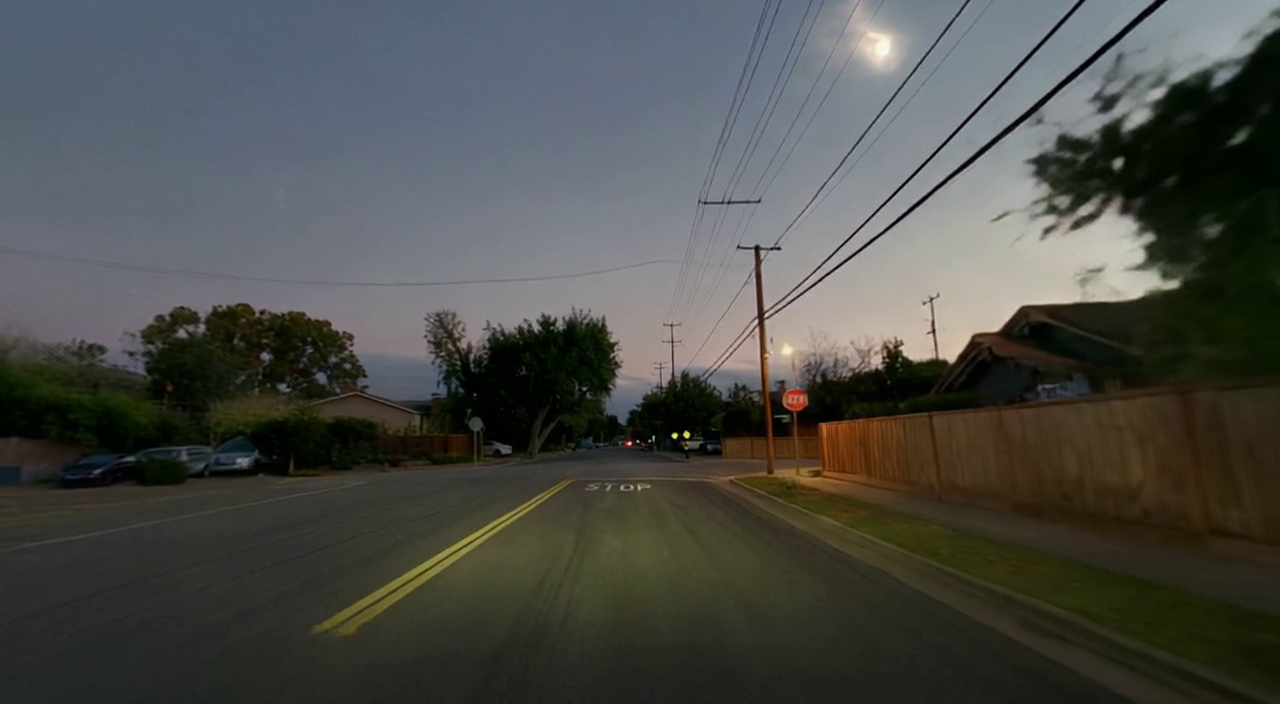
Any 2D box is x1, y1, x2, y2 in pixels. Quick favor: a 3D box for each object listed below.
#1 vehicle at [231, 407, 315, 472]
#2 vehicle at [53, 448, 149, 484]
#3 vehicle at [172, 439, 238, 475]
[{"bbox_3d":[-20.262,5.131,35.425,2.842,3.181,8.576,5,-12,-23],"label":"vehicle"},{"bbox_3d":[-24.134,5.069,28.493,1.955,1.448,4.542,4,-9,-23],"label":"vehicle"},{"bbox_3d":[-23.776,5.745,34.685,2.083,1.802,4.455,4,-9,-24],"label":"vehicle"}]
